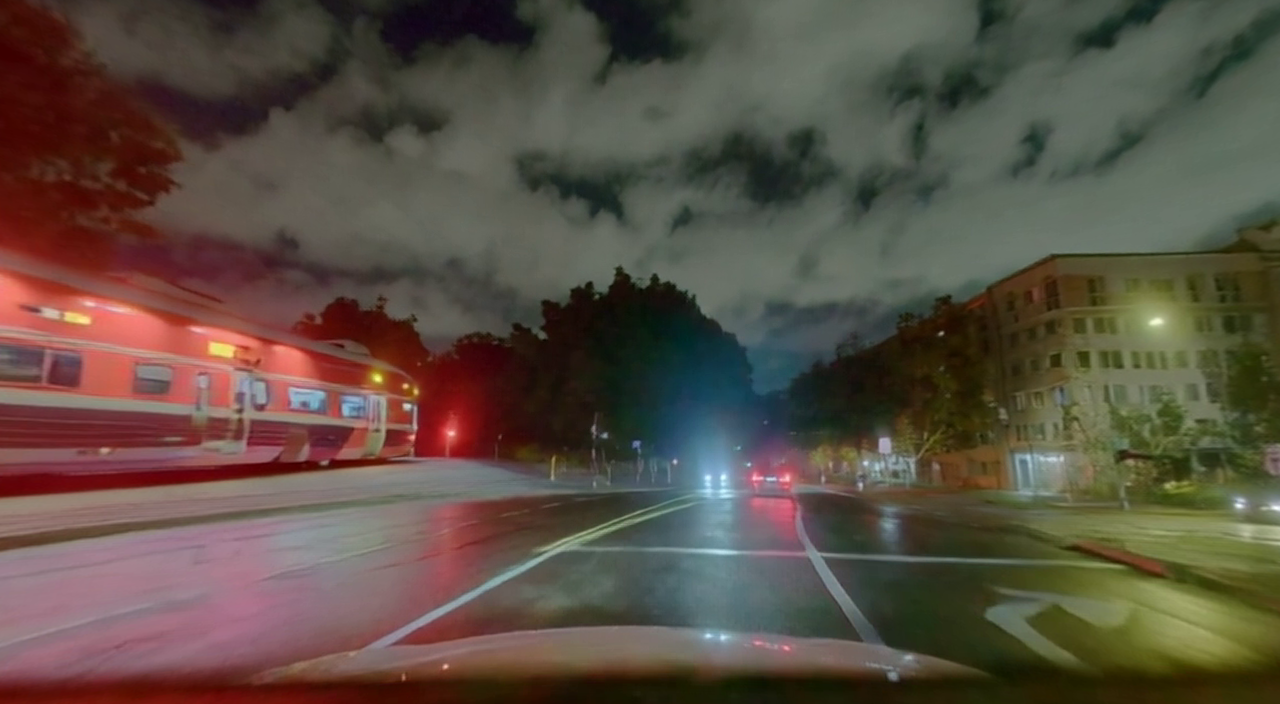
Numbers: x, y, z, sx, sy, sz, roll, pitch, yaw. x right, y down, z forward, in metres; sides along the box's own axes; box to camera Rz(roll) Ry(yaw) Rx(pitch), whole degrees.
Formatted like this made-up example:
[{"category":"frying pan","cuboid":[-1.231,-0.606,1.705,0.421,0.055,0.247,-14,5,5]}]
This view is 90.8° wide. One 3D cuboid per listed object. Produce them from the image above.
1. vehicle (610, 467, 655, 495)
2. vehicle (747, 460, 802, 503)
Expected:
[{"category":"vehicle","cuboid":[-0.426,8.142,40.103,2.042,1.531,4.403,-2,-9,11]},{"category":"vehicle","cuboid":[6.294,5.966,29.463,2.263,1.765,4.237,-2,-9,13]}]
